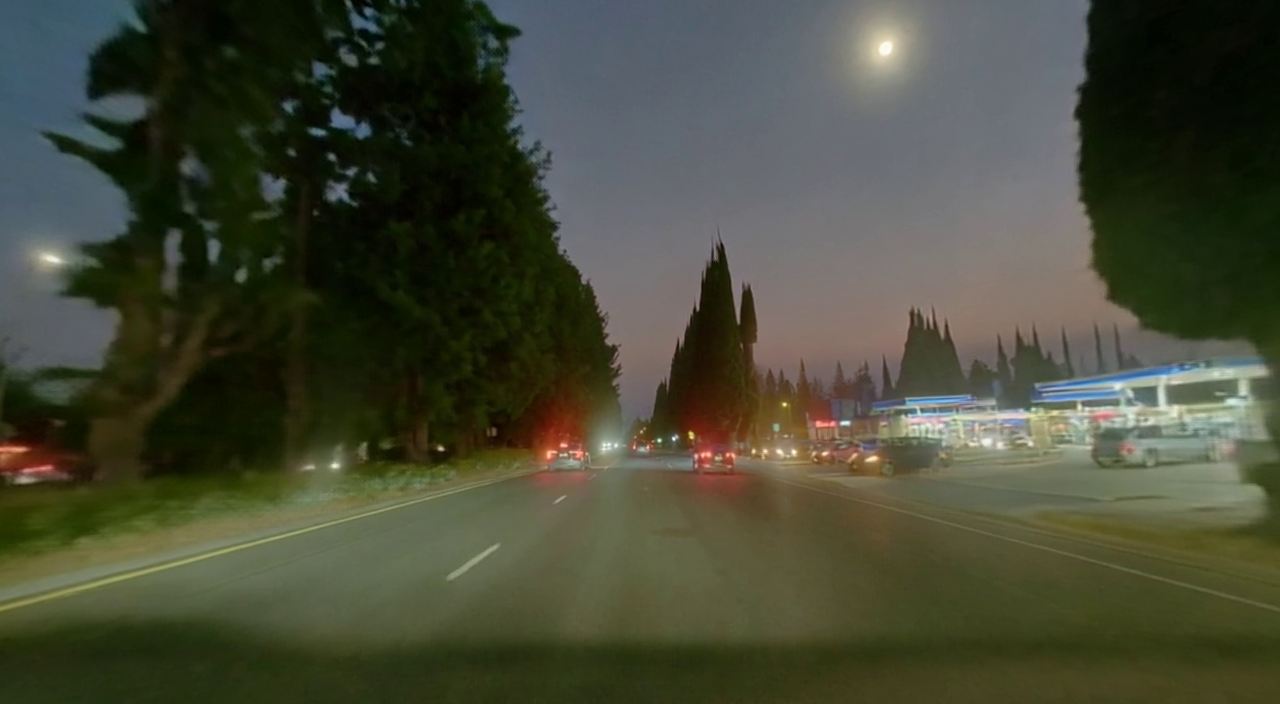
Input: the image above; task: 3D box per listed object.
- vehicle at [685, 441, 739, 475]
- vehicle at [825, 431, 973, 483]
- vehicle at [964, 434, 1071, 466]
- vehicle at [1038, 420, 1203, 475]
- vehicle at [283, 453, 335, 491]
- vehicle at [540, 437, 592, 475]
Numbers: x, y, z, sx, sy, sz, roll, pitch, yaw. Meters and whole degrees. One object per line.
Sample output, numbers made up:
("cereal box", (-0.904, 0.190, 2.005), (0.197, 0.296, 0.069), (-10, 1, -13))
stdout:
("vehicle", (3.448, 5.153, 30.955), (2.010, 1.486, 4.498), (0, -8, -1))
("vehicle", (9.479, 3.835, 23.264), (4.526, 1.768, 2.056), (1, -9, -8))
("vehicle", (22.567, 5.843, 37.785), (5.111, 1.785, 2.119), (0, -8, -4))
("vehicle", (16.833, 3.353, 22.280), (4.107, 1.487, 1.937), (-5, -7, 3))
("vehicle", (-14.778, 5.300, 28.148), (1.839, 1.478, 4.437), (4, -9, -27))
("vehicle", (-3.632, 5.160, 31.626), (2.051, 1.747, 4.370), (0, -8, 1))
